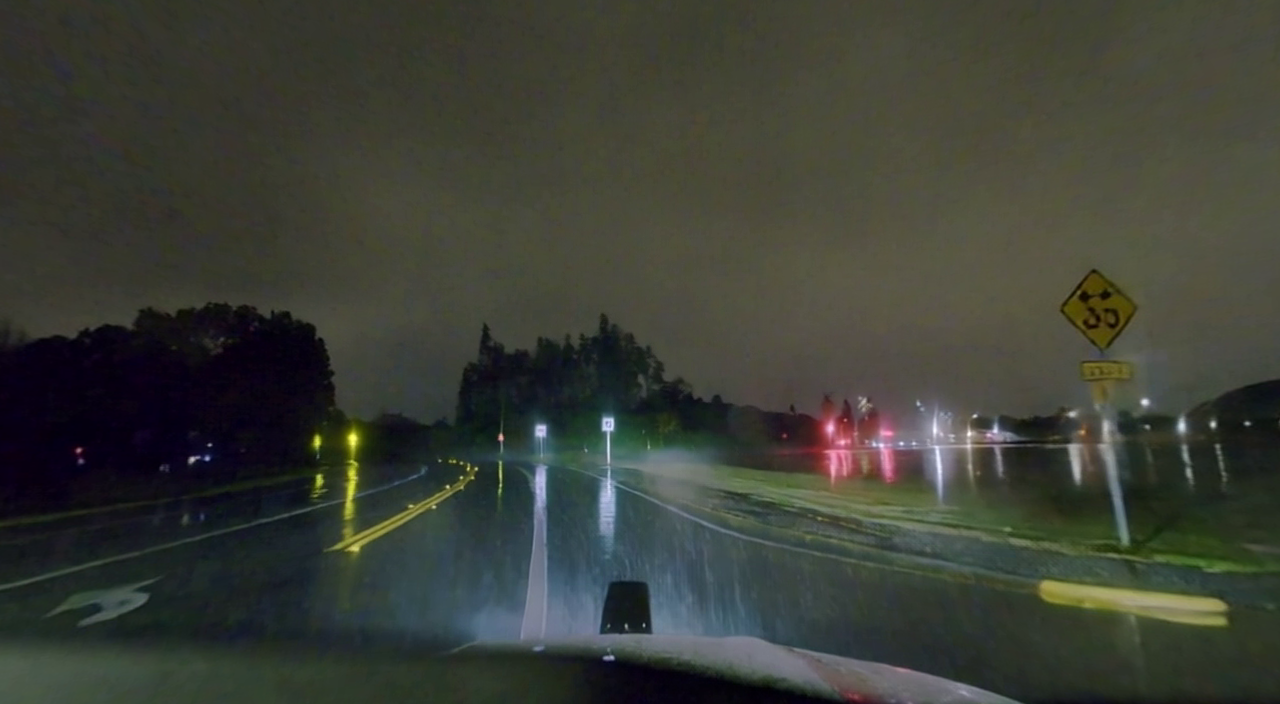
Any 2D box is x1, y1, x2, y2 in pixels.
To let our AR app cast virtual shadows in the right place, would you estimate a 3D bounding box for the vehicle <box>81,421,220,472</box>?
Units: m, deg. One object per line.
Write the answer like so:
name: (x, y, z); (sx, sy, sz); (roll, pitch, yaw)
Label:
vehicle: (-20.779, 4.009, 26.806); (4.699, 1.996, 2.116); (-2, -9, 15)
